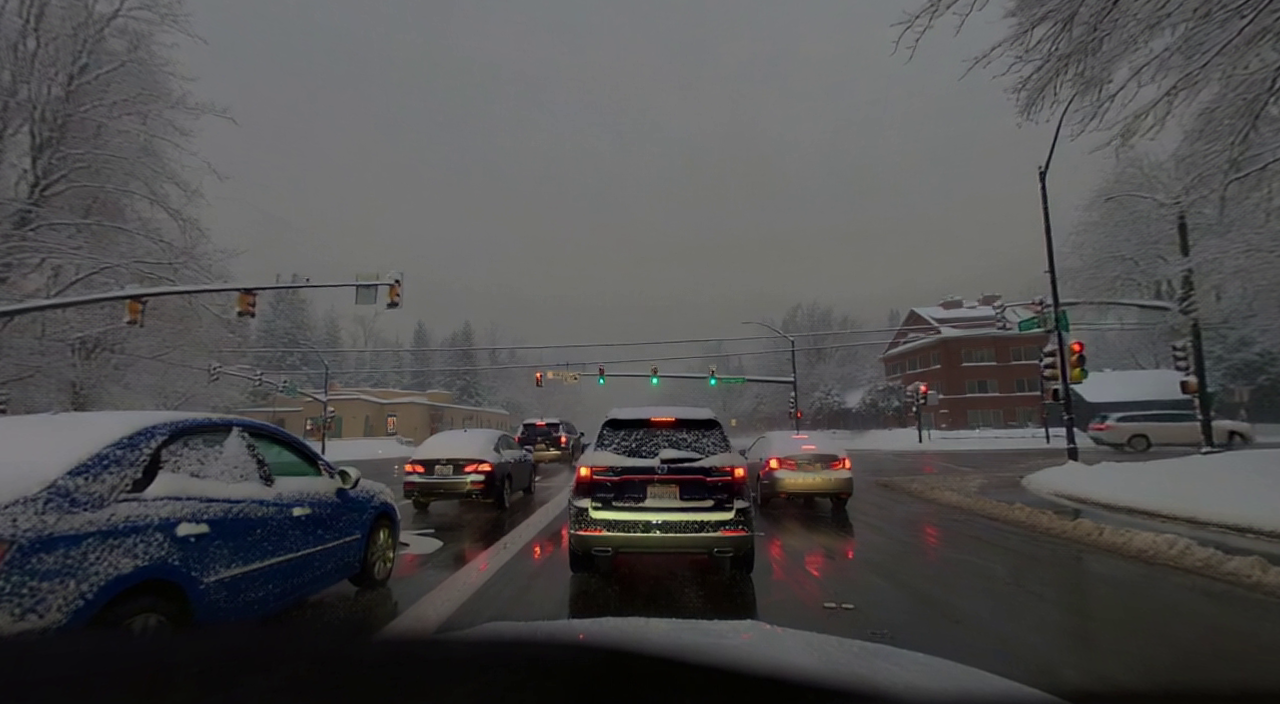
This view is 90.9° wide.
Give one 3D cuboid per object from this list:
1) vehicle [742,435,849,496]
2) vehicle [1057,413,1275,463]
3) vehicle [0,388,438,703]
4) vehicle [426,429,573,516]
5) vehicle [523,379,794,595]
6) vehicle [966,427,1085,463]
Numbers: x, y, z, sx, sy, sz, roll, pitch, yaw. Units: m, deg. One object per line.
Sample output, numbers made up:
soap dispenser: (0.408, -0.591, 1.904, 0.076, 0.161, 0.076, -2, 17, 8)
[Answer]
vehicle: (4.109, 3.058, 17.334, 1.979, 1.453, 4.011, 0, -8, 1)
vehicle: (23.078, 3.816, 28.031, 6.879, 1.984, 2.808, -2, -7, 7)
vehicle: (-3.218, 1.193, 4.386, 1.958, 1.494, 4.624, 0, -8, 2)
vehicle: (-2.678, 2.394, 13.054, 1.851, 1.502, 4.042, 0, -8, 4)
vehicle: (0.211, 1.465, 7.635, 2.300, 1.832, 4.331, 0, -8, 2)
vehicle: (17.513, 4.254, 28.858, 4.026, 1.573, 2.271, -2, -9, 11)
